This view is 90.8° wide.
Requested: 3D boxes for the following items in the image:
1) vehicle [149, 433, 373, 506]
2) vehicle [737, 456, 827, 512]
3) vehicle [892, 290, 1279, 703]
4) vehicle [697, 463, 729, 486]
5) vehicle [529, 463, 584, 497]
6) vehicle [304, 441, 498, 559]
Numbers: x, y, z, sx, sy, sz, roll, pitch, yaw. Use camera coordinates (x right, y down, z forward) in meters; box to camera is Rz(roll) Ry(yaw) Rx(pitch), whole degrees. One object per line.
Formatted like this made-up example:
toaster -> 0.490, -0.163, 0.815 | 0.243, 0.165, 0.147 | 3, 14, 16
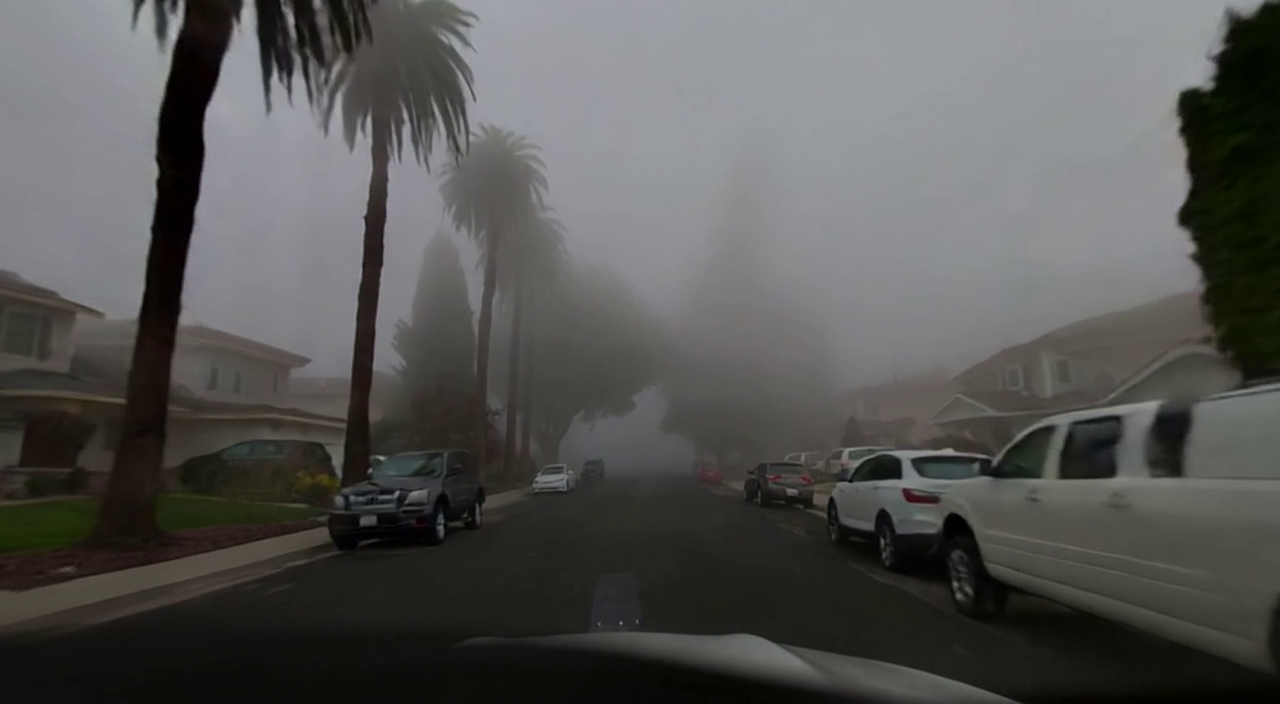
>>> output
vehicle -> -10.814, 3.374, 18.409 | 4.991, 1.947, 2.329 | 0, -8, -1
vehicle -> 4.519, 4.249, 20.810 | 1.987, 1.567, 4.112 | 0, -9, 0
vehicle -> 3.790, 0.954, 3.809 | 2.184, 2.038, 6.212 | -1, -9, 2
vehicle -> 5.245, 8.829, 45.839 | 1.867, 1.480, 4.678 | -1, -9, 1
vehicle -> -3.980, 6.174, 30.736 | 2.080, 1.479, 4.531 | -1, -10, 0
vehicle -> -4.460, 2.775, 12.787 | 2.147, 1.823, 4.725 | -1, -8, -1
